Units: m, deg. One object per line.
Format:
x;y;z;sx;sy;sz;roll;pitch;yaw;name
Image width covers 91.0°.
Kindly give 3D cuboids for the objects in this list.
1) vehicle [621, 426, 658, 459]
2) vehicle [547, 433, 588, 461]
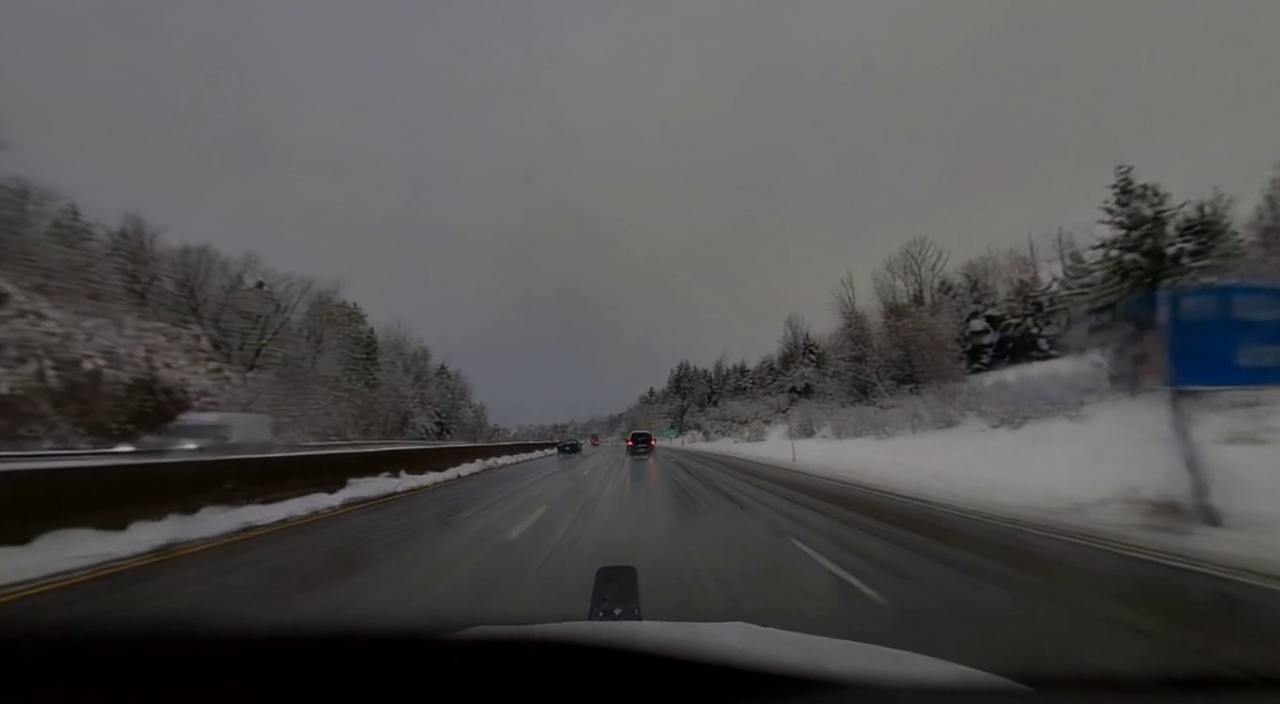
-0.104;5.775;40.233;2.223;1.957;4.416;0;-8;-2;vehicle
-4.279;5.719;37.958;2.062;1.567;4.117;0;-8;-1;vehicle
